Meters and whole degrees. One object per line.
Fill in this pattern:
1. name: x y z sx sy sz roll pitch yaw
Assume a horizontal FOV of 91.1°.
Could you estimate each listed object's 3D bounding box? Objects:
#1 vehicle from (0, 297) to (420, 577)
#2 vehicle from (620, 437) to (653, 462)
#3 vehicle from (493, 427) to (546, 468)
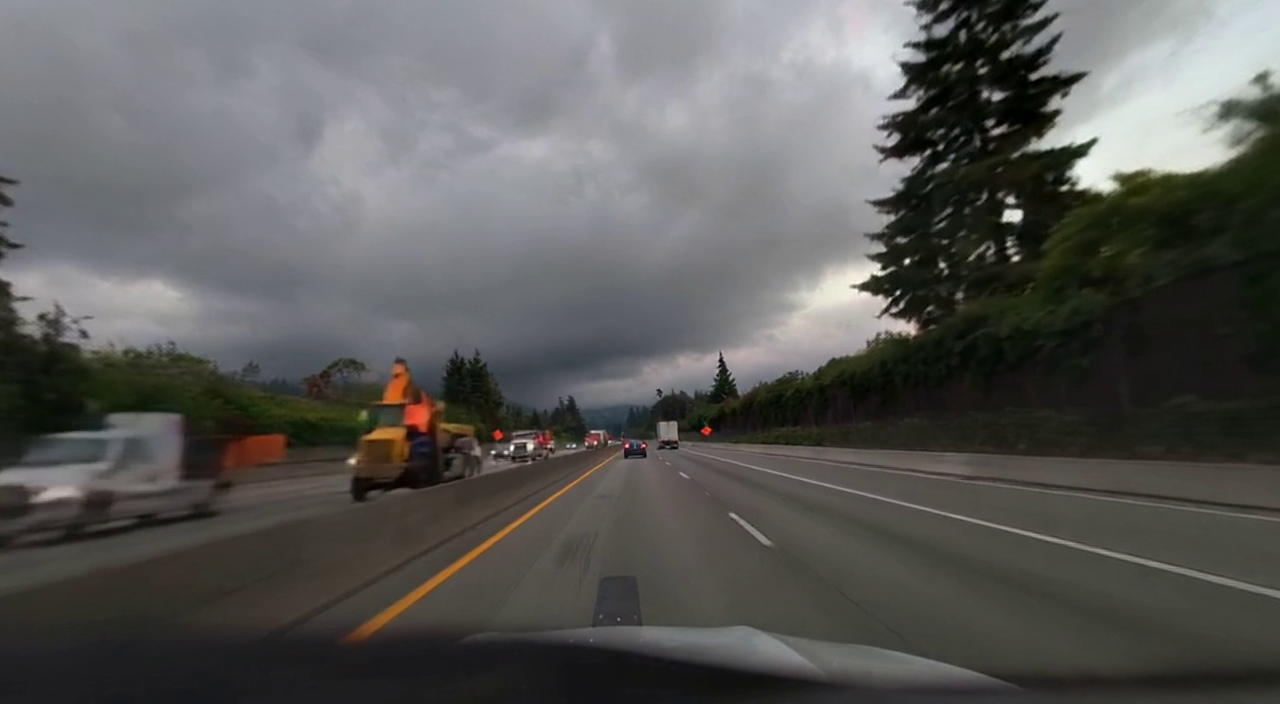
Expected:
1. vehicle: -8.066 1.768 13.063 3.088 3.551 10.063 -1 -8 2
2. vehicle: -0.269 6.289 40.582 2.004 1.472 4.075 0 -8 -1
3. vehicle: -8.155 6.490 43.061 2.453 2.460 6.190 -3 -8 -1
